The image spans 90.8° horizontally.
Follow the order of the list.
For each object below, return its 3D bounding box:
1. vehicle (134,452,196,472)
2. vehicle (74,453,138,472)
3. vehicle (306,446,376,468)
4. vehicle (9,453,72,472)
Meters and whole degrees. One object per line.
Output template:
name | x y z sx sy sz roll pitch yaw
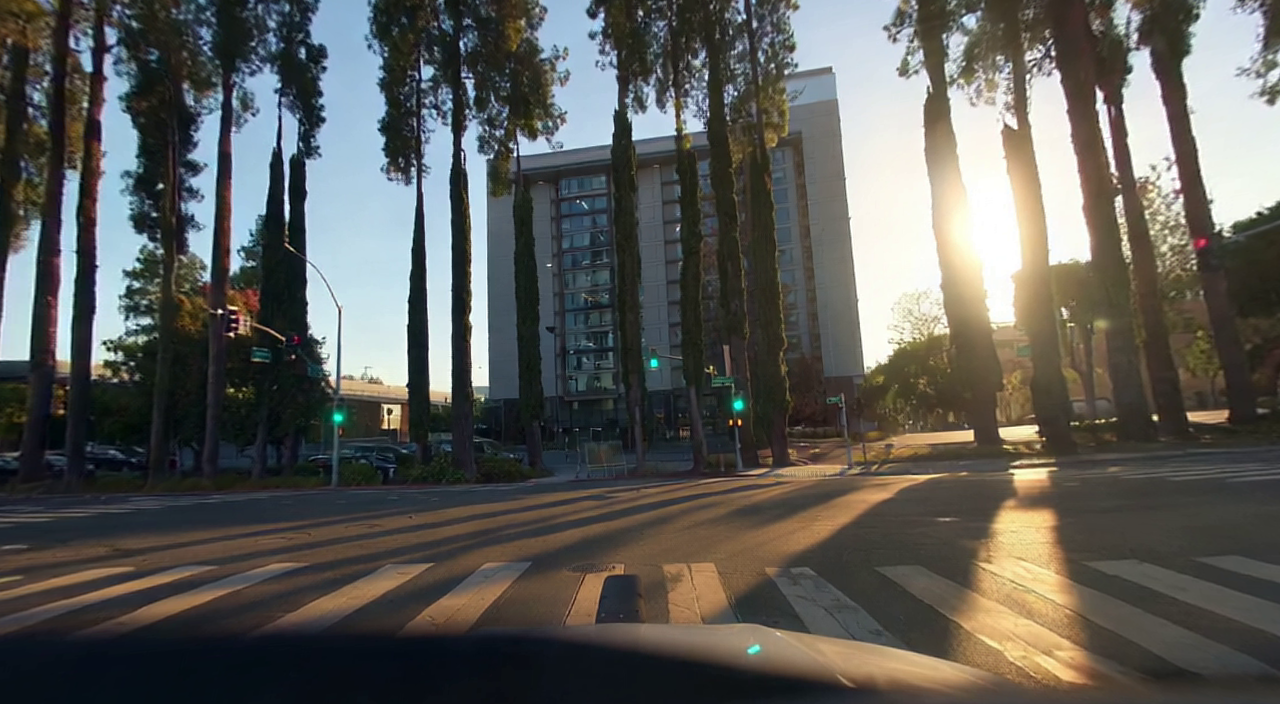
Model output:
vehicle | -36.460 8.459 48.580 1.709 1.410 3.945 0 -9 -1
vehicle | -41.410 8.568 49.086 1.651 1.379 3.787 0 -9 0
vehicle | -22.011 7.763 46.570 4.207 1.508 1.875 -1 -9 3
vehicle | -46.376 8.555 48.930 1.627 1.392 3.330 0 -9 -1
